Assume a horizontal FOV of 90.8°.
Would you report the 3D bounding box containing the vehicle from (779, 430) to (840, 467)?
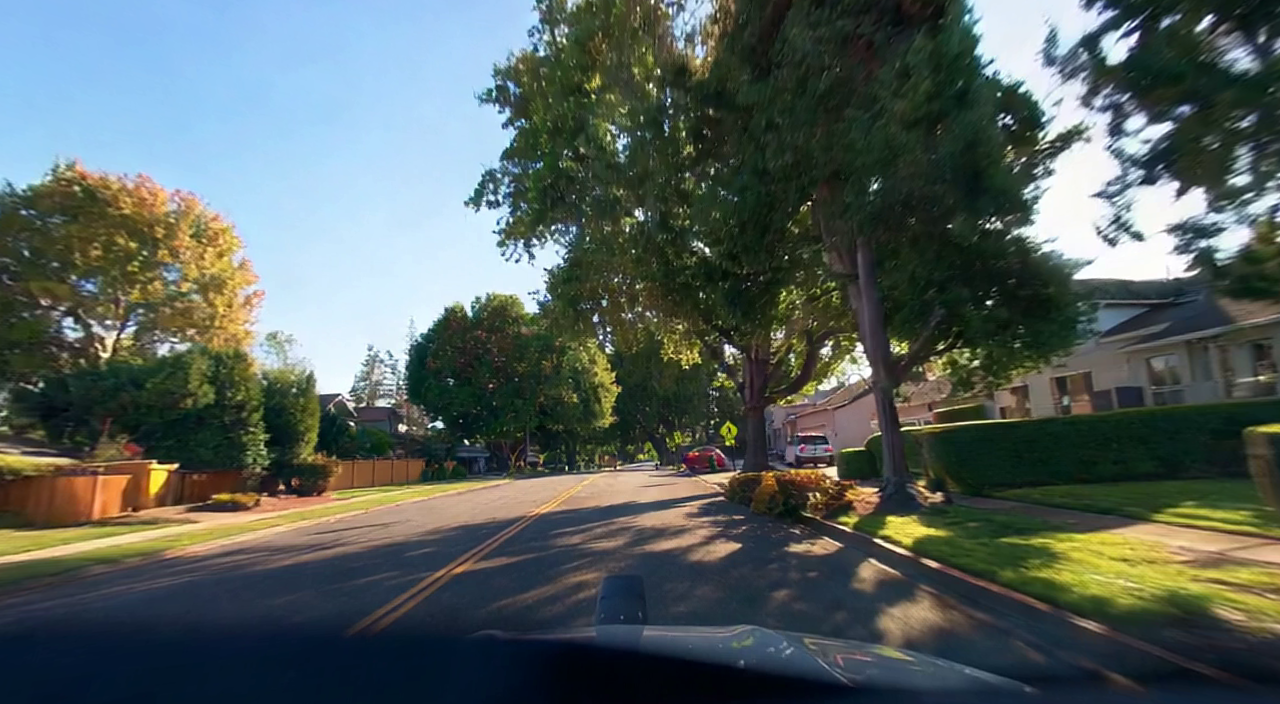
[{"bbox_3d":[10.071,5.815,38.099,2.335,2.028,6.172,-1,-8,4],"label":"vehicle"}]
